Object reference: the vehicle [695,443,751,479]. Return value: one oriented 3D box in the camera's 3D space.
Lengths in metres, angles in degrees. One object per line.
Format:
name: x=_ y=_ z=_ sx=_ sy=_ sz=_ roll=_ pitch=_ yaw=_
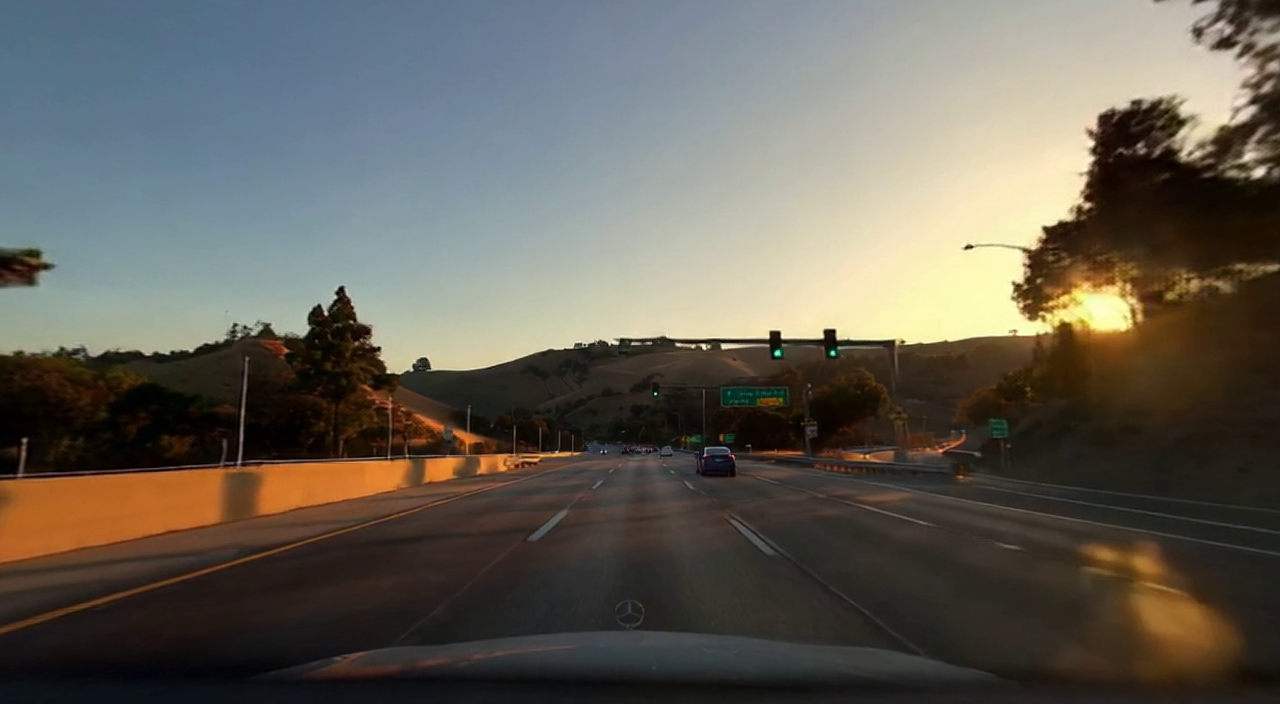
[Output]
vehicle: x=3.677 y=4.916 z=28.732 sx=1.916 sy=1.469 sz=4.481 roll=0 pitch=-8 yaw=-1
